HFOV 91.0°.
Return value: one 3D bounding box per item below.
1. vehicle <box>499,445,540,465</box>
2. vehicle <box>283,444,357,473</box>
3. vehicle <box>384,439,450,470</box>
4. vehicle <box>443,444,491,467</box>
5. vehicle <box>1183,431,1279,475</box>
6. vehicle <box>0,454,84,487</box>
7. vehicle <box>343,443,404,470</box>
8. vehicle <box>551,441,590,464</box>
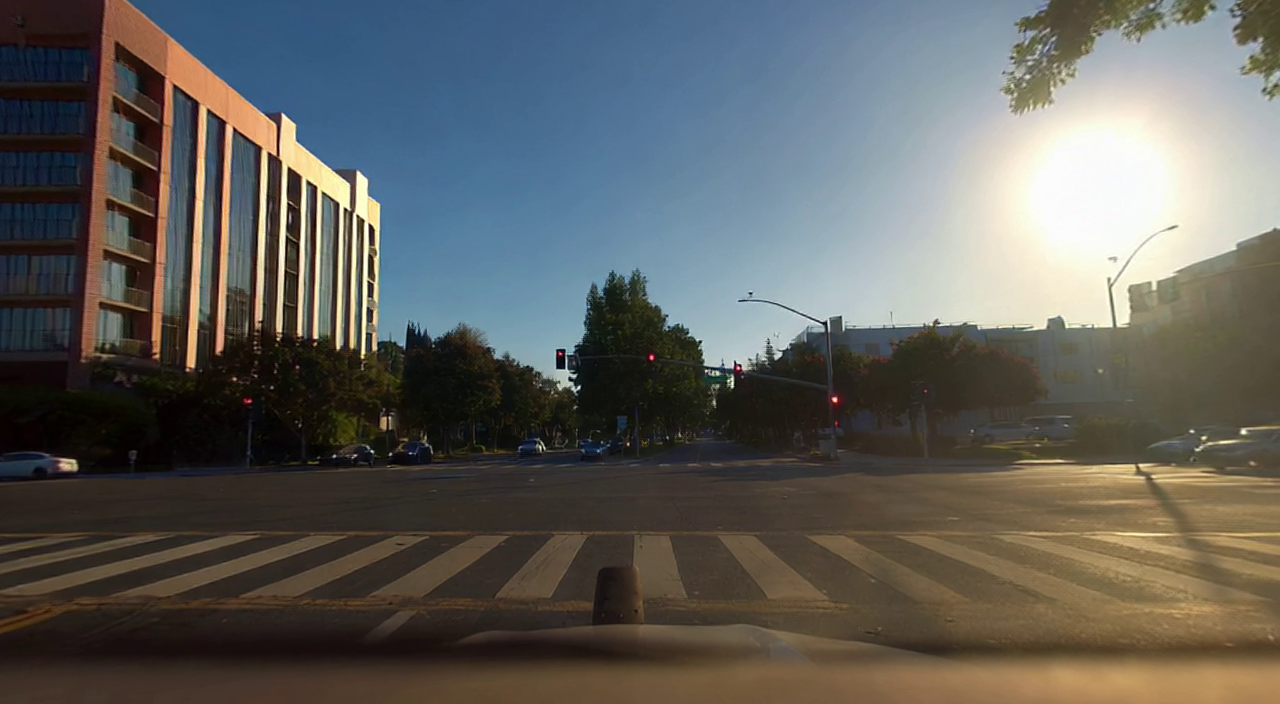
[{"bbox_3d":[-8.095,6.946,42.620,1.910,1.321,3.692,0,-9,2],"label":"vehicle"},{"bbox_3d":[-21.698,7.217,42.968,2.032,1.839,4.884,-1,-9,7],"label":"vehicle"},{"bbox_3d":[-15.142,6.986,43.161,2.340,1.946,5.450,0,-9,2],"label":"vehicle"},{"bbox_3d":[-11.641,6.998,42.724,1.911,1.476,4.297,-1,-9,2],"label":"vehicle"},{"bbox_3d":[22.316,3.551,22.251,4.474,1.477,1.908,0,-9,-3],"label":"vehicle"},{"bbox_3d":[-29.617,5.589,29.754,4.512,1.436,1.899,4,-10,-27],"label":"vehicle"},{"bbox_3d":[-18.543,7.276,43.992,2.237,1.801,4.541,0,-9,1],"label":"vehicle"},{"bbox_3d":[-4.534,6.645,41.669,1.954,1.431,4.050,-1,-9,2],"label":"vehicle"}]
